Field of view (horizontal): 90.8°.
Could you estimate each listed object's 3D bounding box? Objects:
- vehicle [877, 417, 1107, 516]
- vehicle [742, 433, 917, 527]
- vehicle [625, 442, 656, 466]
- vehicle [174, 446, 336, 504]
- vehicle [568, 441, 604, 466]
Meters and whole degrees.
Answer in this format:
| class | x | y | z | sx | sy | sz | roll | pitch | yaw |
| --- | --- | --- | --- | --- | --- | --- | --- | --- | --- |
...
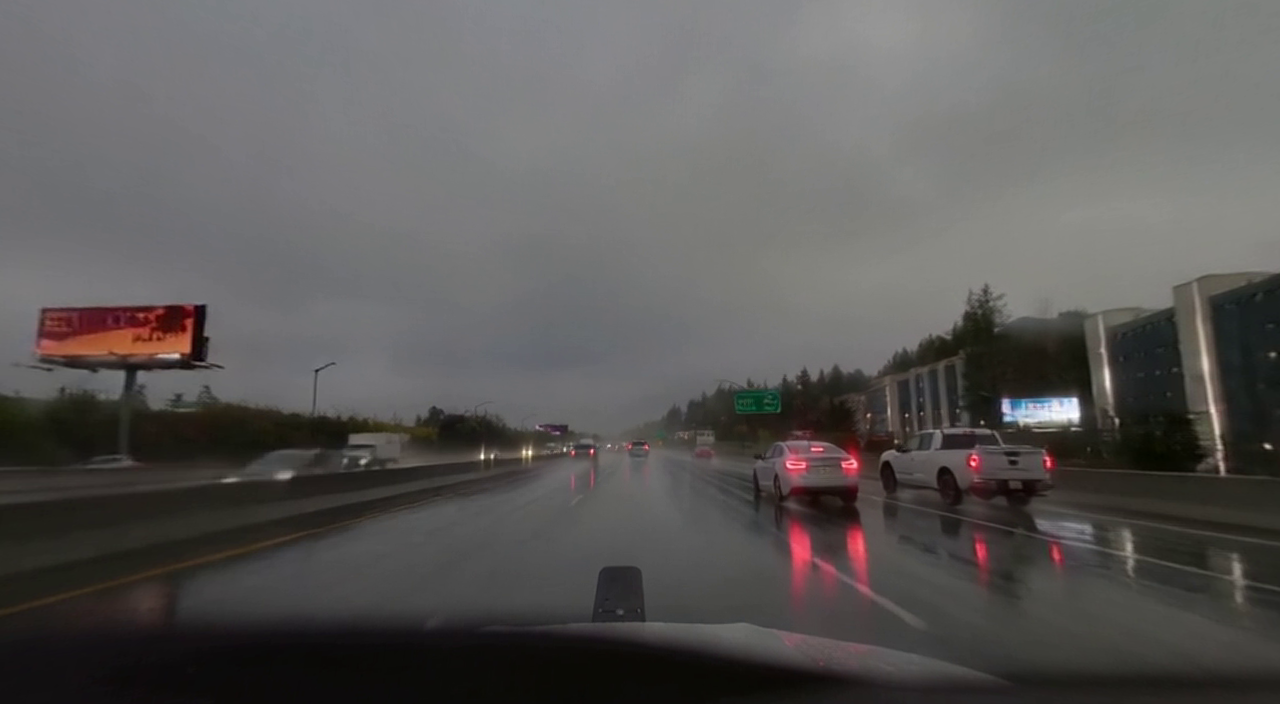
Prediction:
| class | x | y | z | sx | sy | sz | roll | pitch | yaw |
| --- | --- | --- | --- | --- | --- | --- | --- | --- | --- |
| vehicle | 7.337 | 2.453 | 13.974 | 2.176 | 1.793 | 4.841 | 0 | -9 | -1 |
| vehicle | 3.465 | 2.444 | 12.616 | 1.987 | 1.509 | 4.512 | 0 | -9 | -1 |
| vehicle | 0.009 | 7.479 | 46.481 | 2.191 | 1.685 | 4.015 | 0 | -9 | -1 |
| vehicle | -11.078 | 3.532 | 18.671 | 1.888 | 1.486 | 4.616 | 0 | -9 | 0 |
| vehicle | -3.977 | 7.578 | 47.329 | 2.256 | 1.756 | 4.745 | 0 | -9 | 0 |
